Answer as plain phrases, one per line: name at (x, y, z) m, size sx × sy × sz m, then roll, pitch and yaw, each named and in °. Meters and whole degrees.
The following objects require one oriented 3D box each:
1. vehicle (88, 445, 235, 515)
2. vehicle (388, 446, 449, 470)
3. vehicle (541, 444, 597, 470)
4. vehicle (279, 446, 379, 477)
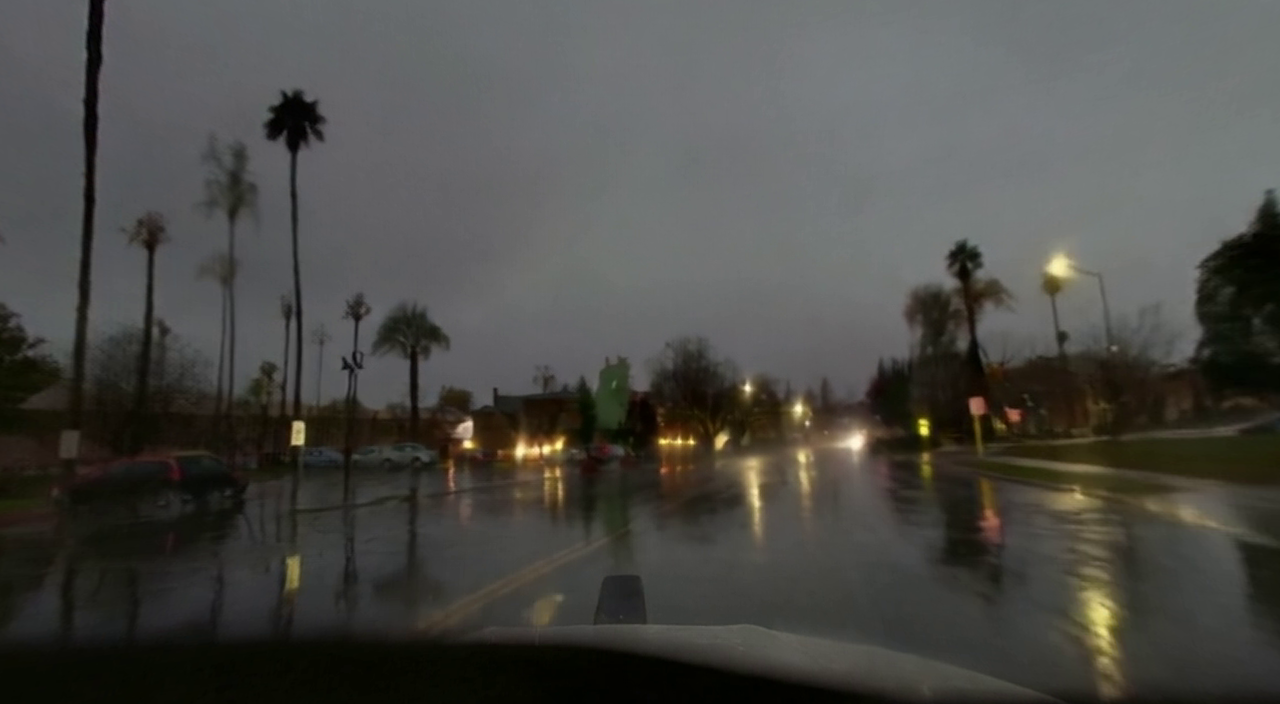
vehicle at (-14.700, 3.869, 19.810) m, size 2.174 × 1.863 × 4.651 m, roll 3°, pitch -9°, yaw -18°
vehicle at (-17.106, 8.152, 48.832) m, size 3.928 × 1.784 × 1.895 m, roll -2°, pitch -9°, yaw 12°
vehicle at (-5.125, 7.567, 45.768) m, size 3.635 × 1.521 × 1.726 m, roll 2°, pitch -5°, yaw 10°
vehicle at (-18.883, 6.631, 38.439) m, size 5.193 × 1.830 × 2.049 m, roll -2°, pitch -9°, yaw 11°
